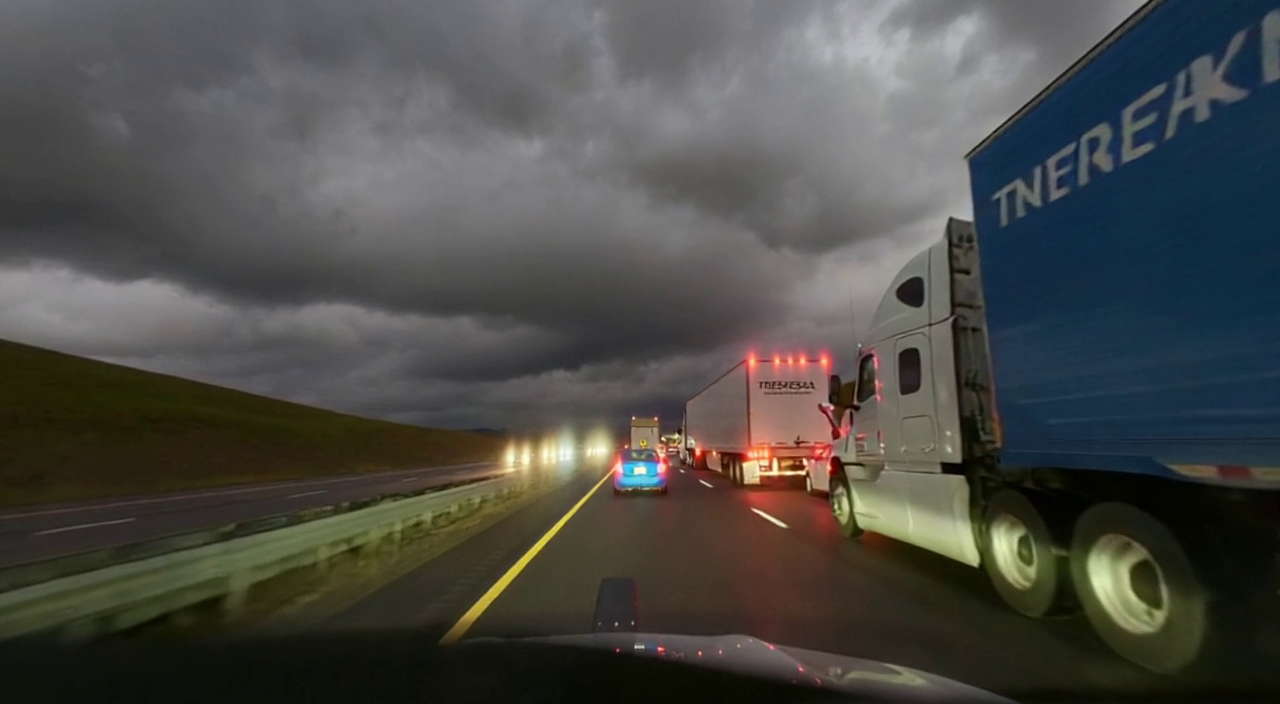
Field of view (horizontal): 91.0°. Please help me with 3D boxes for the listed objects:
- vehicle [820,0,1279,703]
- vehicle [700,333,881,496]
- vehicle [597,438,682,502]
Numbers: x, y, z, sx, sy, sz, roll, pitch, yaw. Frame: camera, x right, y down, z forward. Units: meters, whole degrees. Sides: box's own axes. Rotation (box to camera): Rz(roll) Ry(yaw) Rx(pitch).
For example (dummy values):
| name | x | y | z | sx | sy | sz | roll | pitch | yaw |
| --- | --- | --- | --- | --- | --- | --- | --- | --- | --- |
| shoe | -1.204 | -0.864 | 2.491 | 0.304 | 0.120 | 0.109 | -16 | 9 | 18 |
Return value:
| name | x | y | z | sx | sy | sz | roll | pitch | yaw |
| --- | --- | --- | --- | --- | --- | --- | --- | --- | --- |
| vehicle | 4.229 | 0.143 | 5.442 | 3.150 | 4.051 | 6.527 | 0 | -8 | -2 |
| vehicle | 4.358 | 2.282 | 21.317 | 3.235 | 4.197 | 9.908 | 0 | -8 | -2 |
| vehicle | -0.049 | 3.099 | 17.017 | 2.045 | 1.507 | 3.763 | 0 | -8 | -1 |
